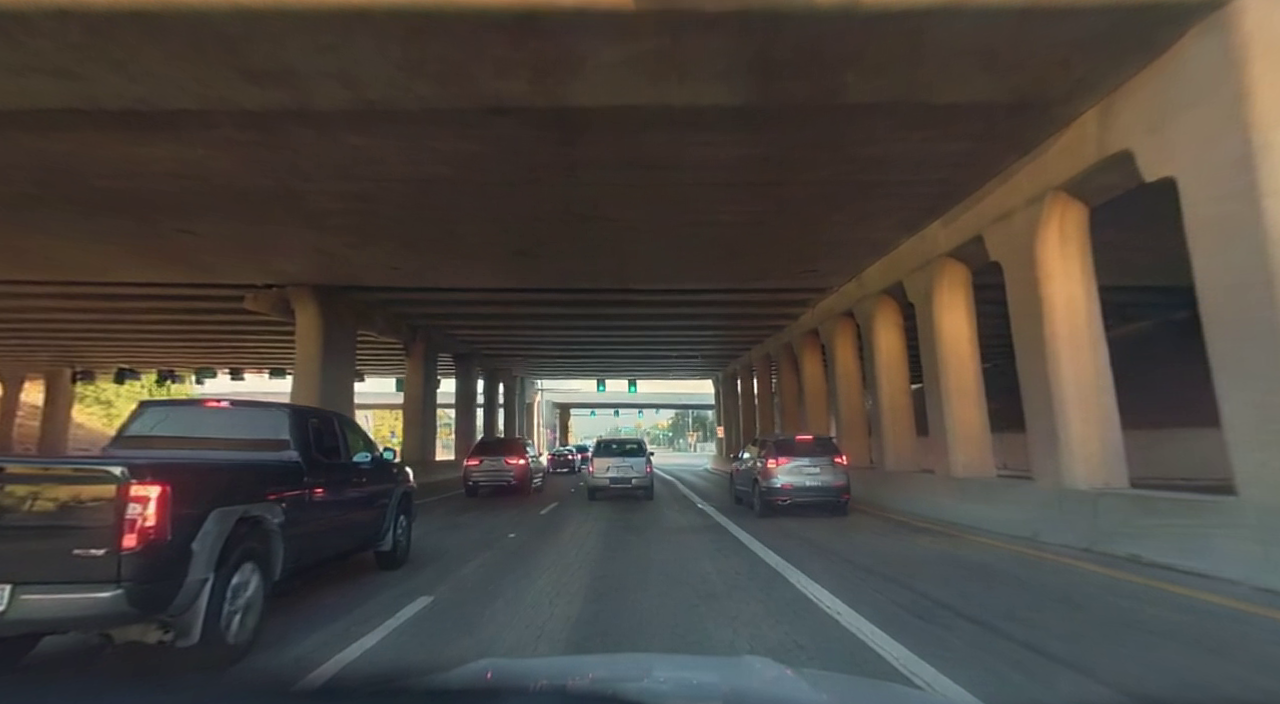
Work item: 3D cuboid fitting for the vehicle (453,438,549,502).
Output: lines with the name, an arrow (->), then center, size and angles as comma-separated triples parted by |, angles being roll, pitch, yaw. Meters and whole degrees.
vehicle -> -4.066, 3.497, 19.143 | 2.127, 1.720, 4.064 | 0, -8, -2

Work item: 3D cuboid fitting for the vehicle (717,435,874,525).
vehicle -> 3.336, 2.876, 14.916 | 2.234, 1.720, 5.378 | 0, -8, -1

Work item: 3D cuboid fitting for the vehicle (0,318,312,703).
vehicle -> -3.608, 0.789, 2.581 | 2.074, 1.814, 4.596 | 0, -8, -1

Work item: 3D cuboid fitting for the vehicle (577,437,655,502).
vehicle -> -0.718, 3.488, 19.072 | 2.097, 1.748, 3.794 | 0, -9, -2

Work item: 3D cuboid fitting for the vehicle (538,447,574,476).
vehicle -> -4.982, 6.525, 37.823 | 1.829, 1.614, 3.611 | 0, -9, -3

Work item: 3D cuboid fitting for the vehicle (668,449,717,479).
vehicle -> 2.742, 5.977, 33.790 | 2.026, 1.457, 3.969 | 1, -9, -4
